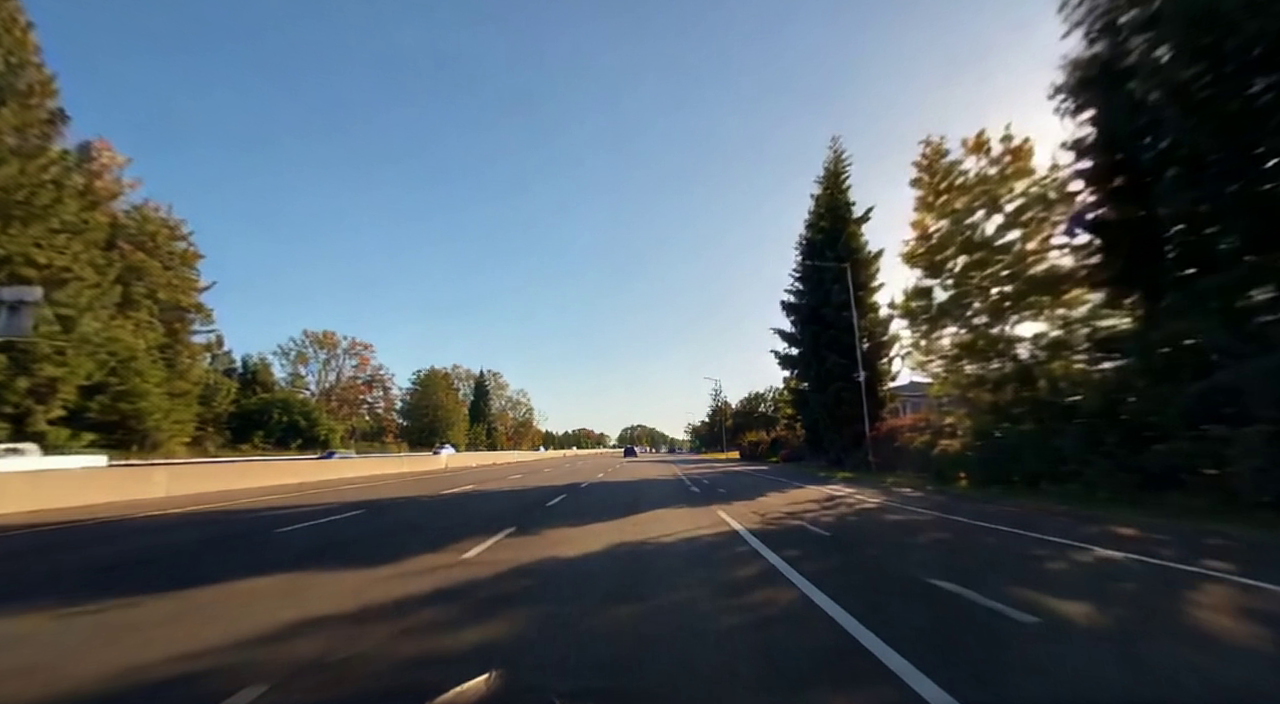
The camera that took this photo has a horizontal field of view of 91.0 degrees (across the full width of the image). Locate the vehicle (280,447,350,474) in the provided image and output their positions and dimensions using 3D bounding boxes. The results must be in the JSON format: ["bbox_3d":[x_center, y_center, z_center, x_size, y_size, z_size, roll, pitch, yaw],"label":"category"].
[{"bbox_3d":[-19.379,6.446,37.709,1.859,1.505,4.142,0,-9,2],"label":"vehicle"}]
